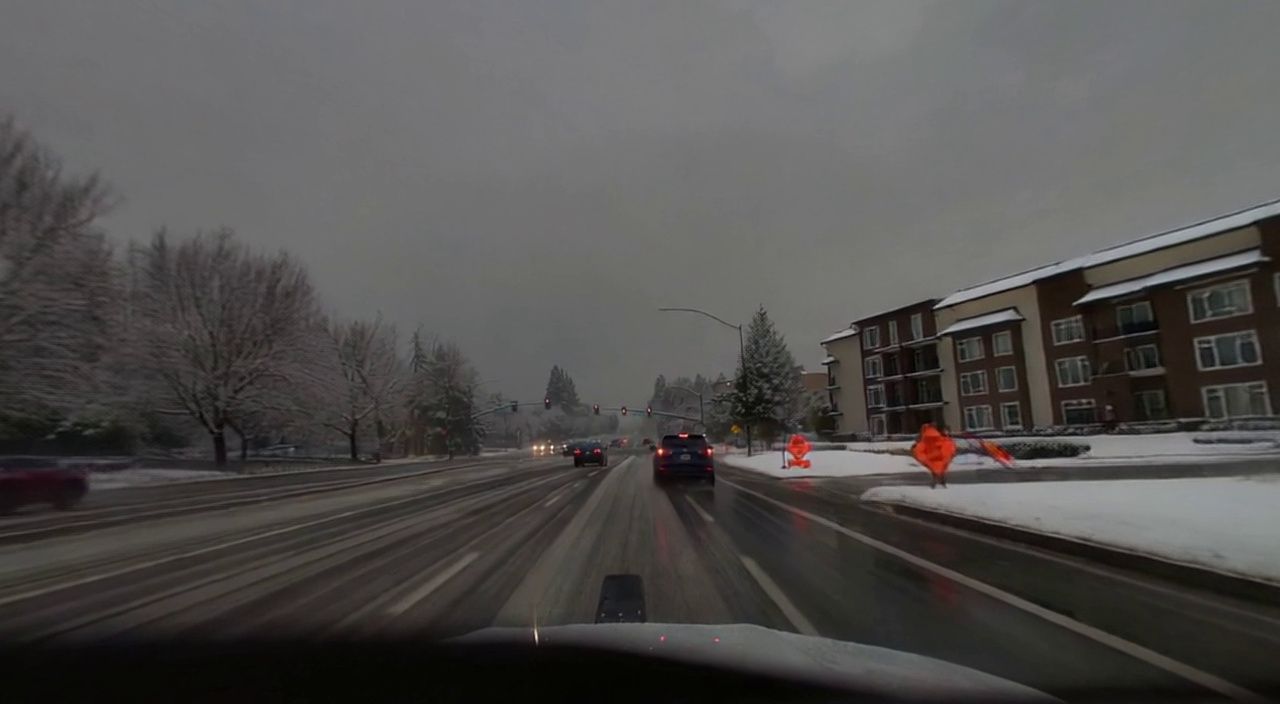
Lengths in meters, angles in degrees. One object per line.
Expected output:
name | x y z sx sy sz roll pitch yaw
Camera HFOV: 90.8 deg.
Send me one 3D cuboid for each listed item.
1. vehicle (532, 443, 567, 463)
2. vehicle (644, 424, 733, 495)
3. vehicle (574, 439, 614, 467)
vehicle | -6.906 7.738 48.584 1.928 1.488 4.635 0 -8 2
vehicle | 1.273 3.105 18.602 2.197 1.835 4.316 0 -8 -1
vehicle | -2.855 6.328 39.739 2.121 1.654 3.993 0 -8 1
